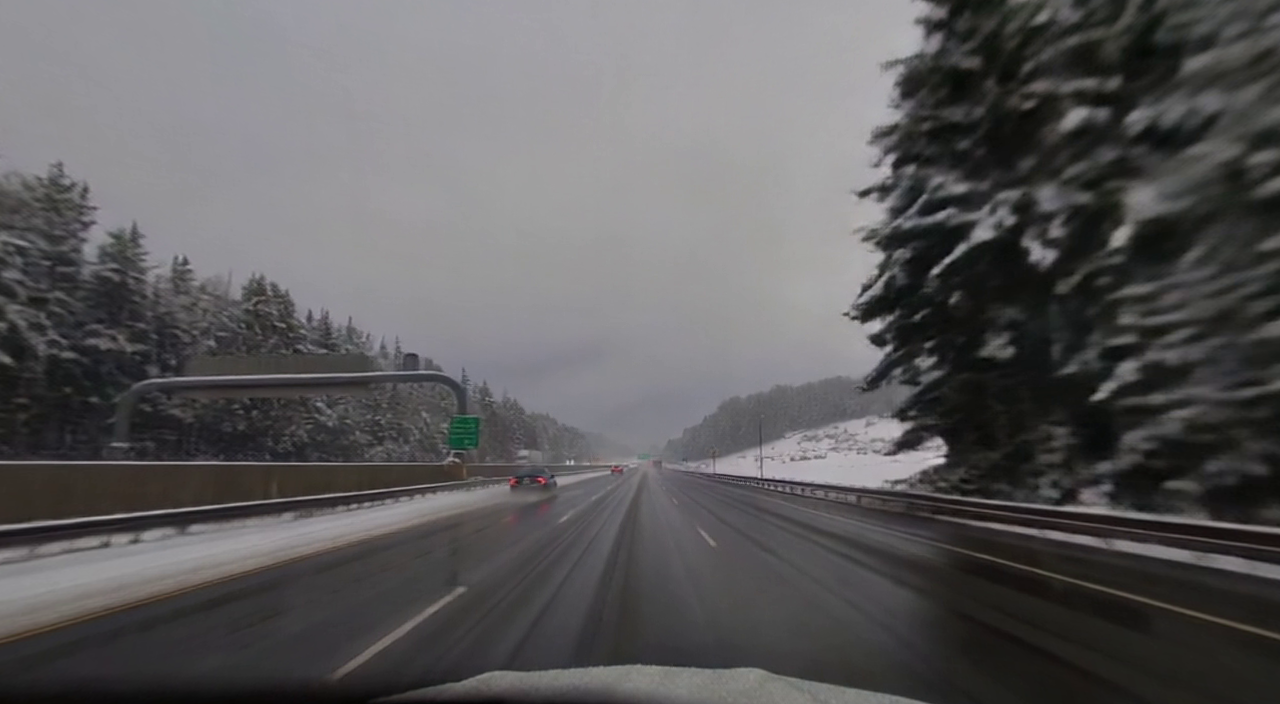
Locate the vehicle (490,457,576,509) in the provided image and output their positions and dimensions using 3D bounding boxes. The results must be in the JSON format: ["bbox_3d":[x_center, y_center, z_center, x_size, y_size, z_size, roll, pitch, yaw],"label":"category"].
[{"bbox_3d":[-3.507,4.430,21.609,2.039,1.505,4.843,1,-10,0],"label":"vehicle"}]
